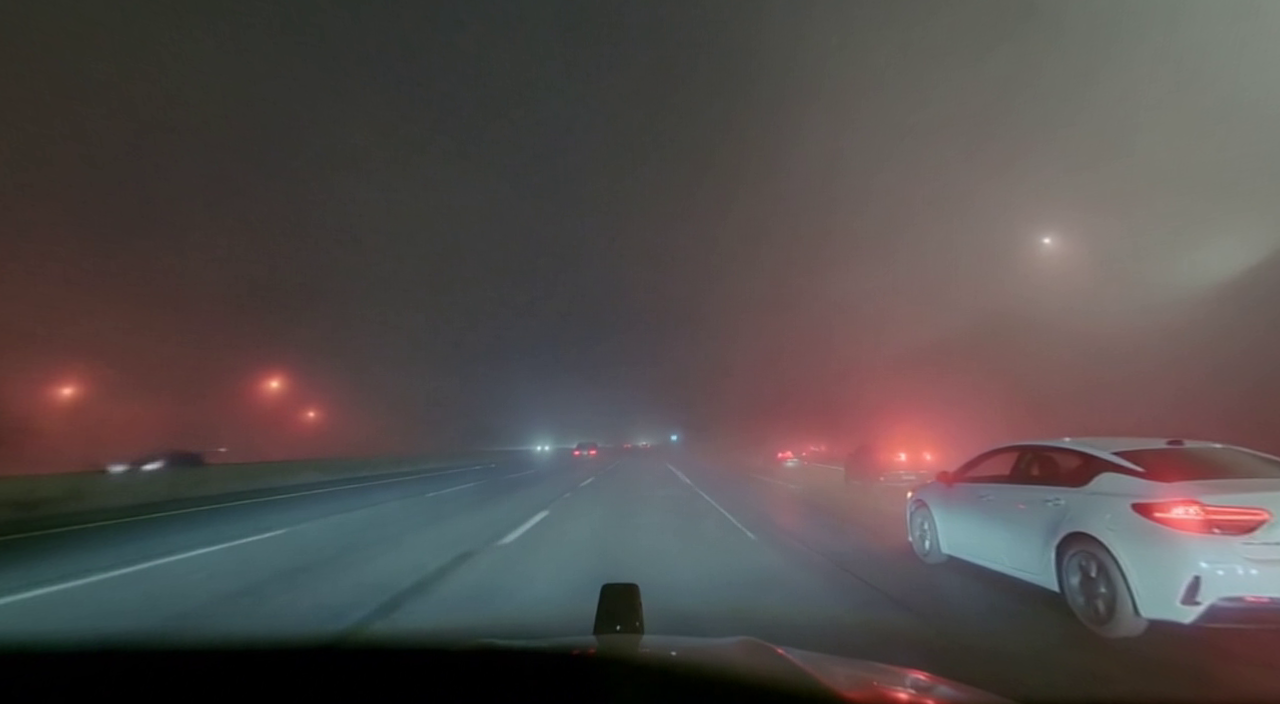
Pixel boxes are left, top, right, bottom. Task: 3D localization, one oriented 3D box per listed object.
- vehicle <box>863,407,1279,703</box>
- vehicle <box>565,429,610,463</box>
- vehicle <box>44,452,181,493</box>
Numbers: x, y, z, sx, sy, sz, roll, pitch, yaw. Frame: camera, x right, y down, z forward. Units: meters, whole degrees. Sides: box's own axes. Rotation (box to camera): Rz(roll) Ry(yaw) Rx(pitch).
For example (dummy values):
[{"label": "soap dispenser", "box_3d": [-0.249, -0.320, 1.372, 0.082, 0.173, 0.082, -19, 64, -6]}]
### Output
[{"label": "vehicle", "box_3d": [3.889, 1.423, 5.613, 2.047, 1.532, 4.884, 0, -9, 0]}, {"label": "vehicle", "box_3d": [-3.627, 6.683, 44.658, 2.496, 2.203, 6.317, 0, -9, 1]}, {"label": "vehicle", "box_3d": [-22.007, 5.015, 26.554, 1.803, 1.508, 4.392, 0, -9, 3]}]
